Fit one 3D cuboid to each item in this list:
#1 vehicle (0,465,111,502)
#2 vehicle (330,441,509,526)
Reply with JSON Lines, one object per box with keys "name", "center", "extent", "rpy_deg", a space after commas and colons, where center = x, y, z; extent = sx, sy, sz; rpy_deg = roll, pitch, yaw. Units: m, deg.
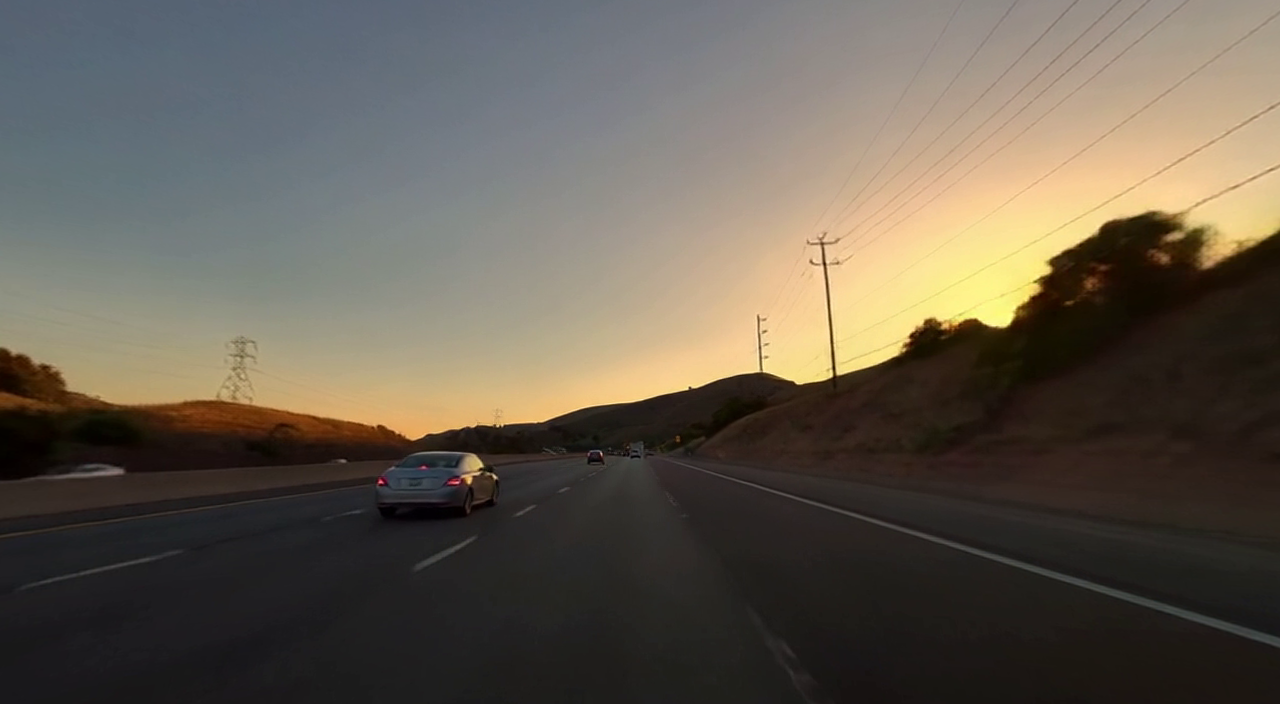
{"name": "vehicle", "center": [-29.885, 6.556, 31.796], "extent": [1.998, 1.568, 5.166], "rpy_deg": [0, -9, 0]}
{"name": "vehicle", "center": [-4.435, 2.715, 13.728], "extent": [2.064, 1.489, 4.966], "rpy_deg": [0, -9, 0]}
